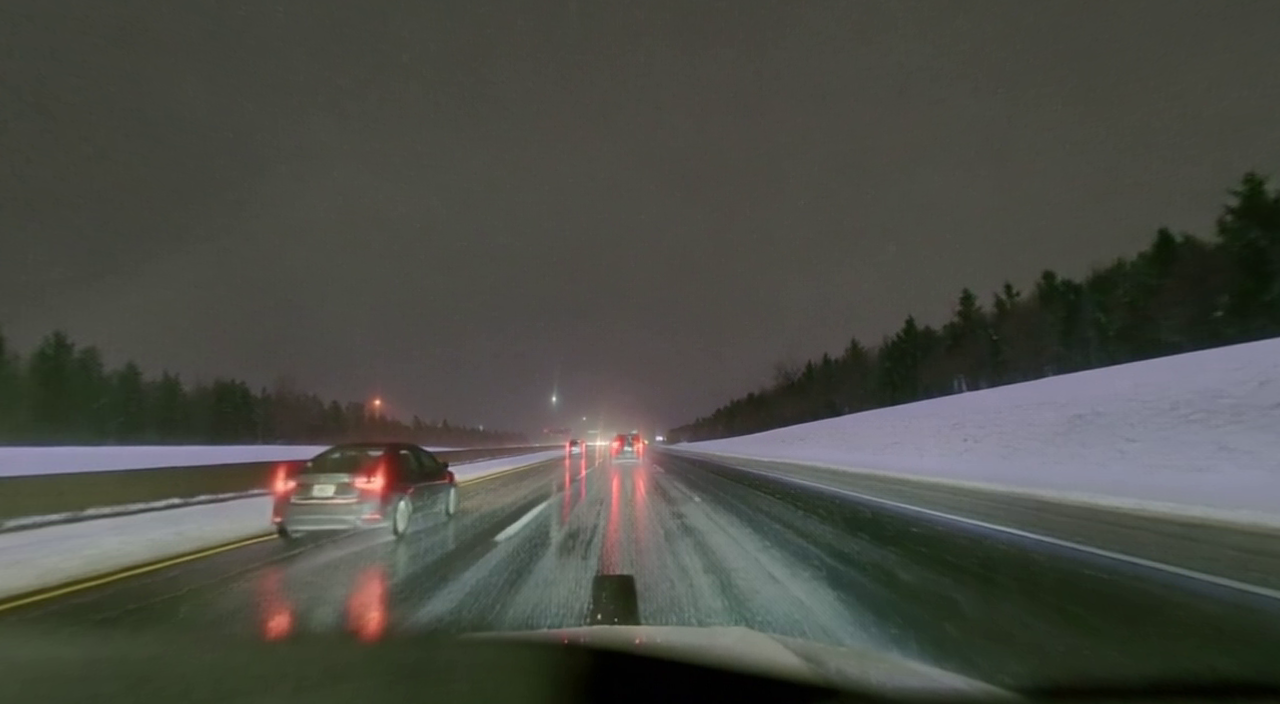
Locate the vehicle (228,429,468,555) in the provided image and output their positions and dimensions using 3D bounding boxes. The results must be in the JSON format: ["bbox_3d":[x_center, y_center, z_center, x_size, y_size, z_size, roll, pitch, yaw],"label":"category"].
[{"bbox_3d":[-4.201,2.034,9.855,1.945,1.550,3.780,0,-8,0],"label":"vehicle"}]

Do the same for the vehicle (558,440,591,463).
[{"bbox_3d":[-4.816,7.351,46.764,2.039,1.602,4.317,0,-8,-1],"label":"vehicle"}]

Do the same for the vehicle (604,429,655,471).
[{"bbox_3d":[-0.566,4.942,31.968,2.382,1.973,4.439,0,-8,-1],"label":"vehicle"}]
